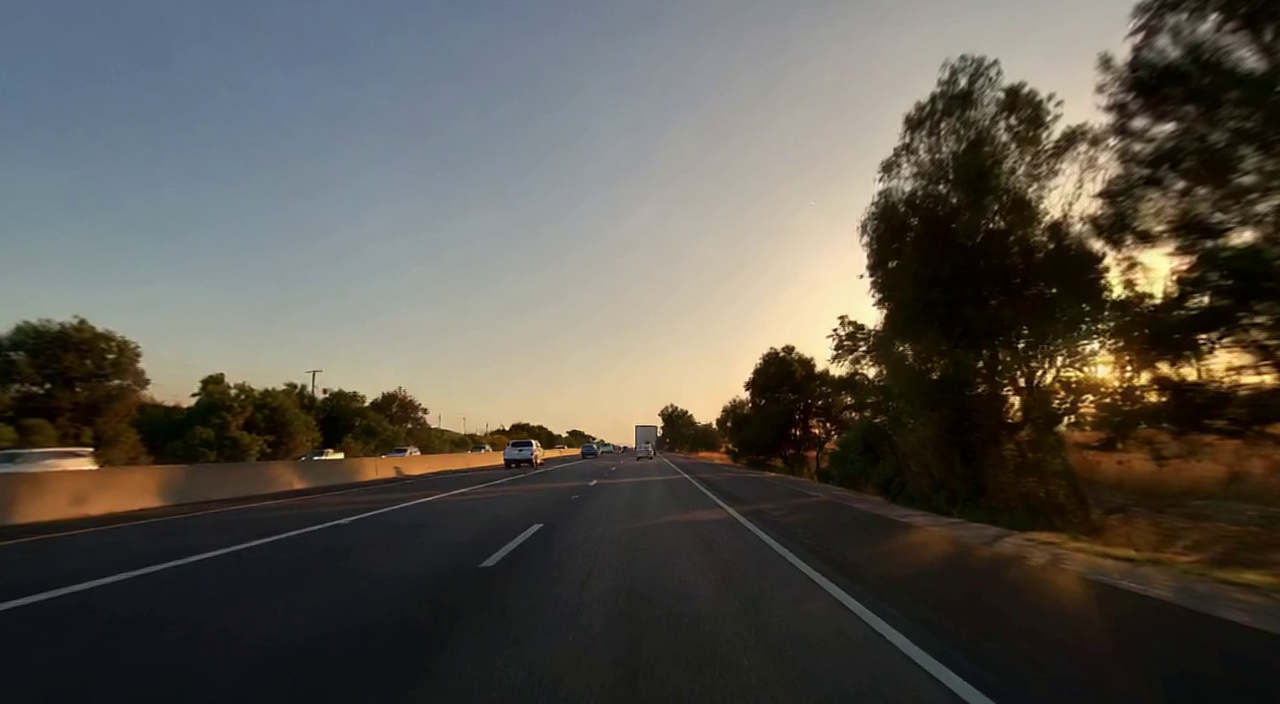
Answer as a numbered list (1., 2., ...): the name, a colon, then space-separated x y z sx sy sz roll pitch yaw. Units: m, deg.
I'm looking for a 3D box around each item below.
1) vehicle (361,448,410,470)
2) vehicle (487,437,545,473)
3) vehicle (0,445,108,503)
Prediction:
1. vehicle: -19.578 8.205 48.684 1.872 1.585 4.416 0 -8 1
2. vehicle: -6.953 5.838 35.926 2.193 1.866 4.807 0 -8 2
3. vehicle: -20.568 3.916 20.534 2.106 1.734 4.955 0 -8 0
